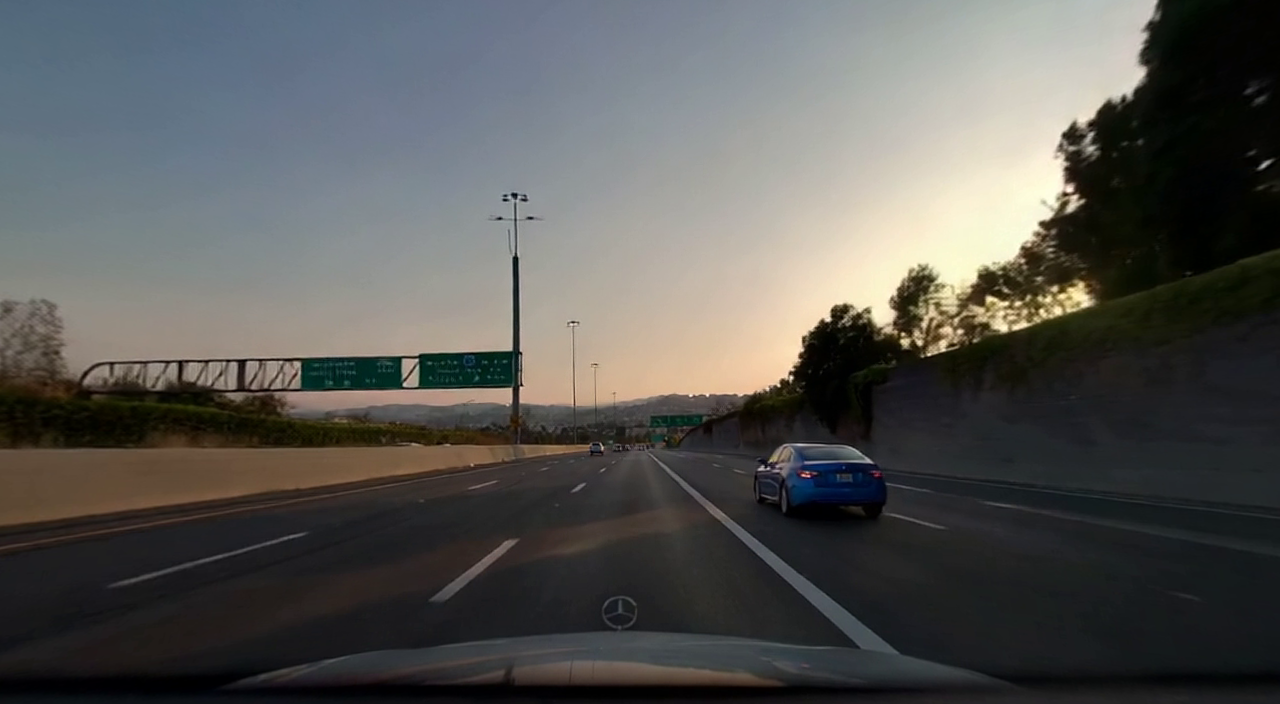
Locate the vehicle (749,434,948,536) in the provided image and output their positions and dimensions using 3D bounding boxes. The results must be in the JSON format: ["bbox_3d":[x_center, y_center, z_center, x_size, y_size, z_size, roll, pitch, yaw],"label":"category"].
[{"bbox_3d":[3.508,2.326,11.759,1.989,1.479,4.670,0,-8,-2],"label":"vehicle"}]
